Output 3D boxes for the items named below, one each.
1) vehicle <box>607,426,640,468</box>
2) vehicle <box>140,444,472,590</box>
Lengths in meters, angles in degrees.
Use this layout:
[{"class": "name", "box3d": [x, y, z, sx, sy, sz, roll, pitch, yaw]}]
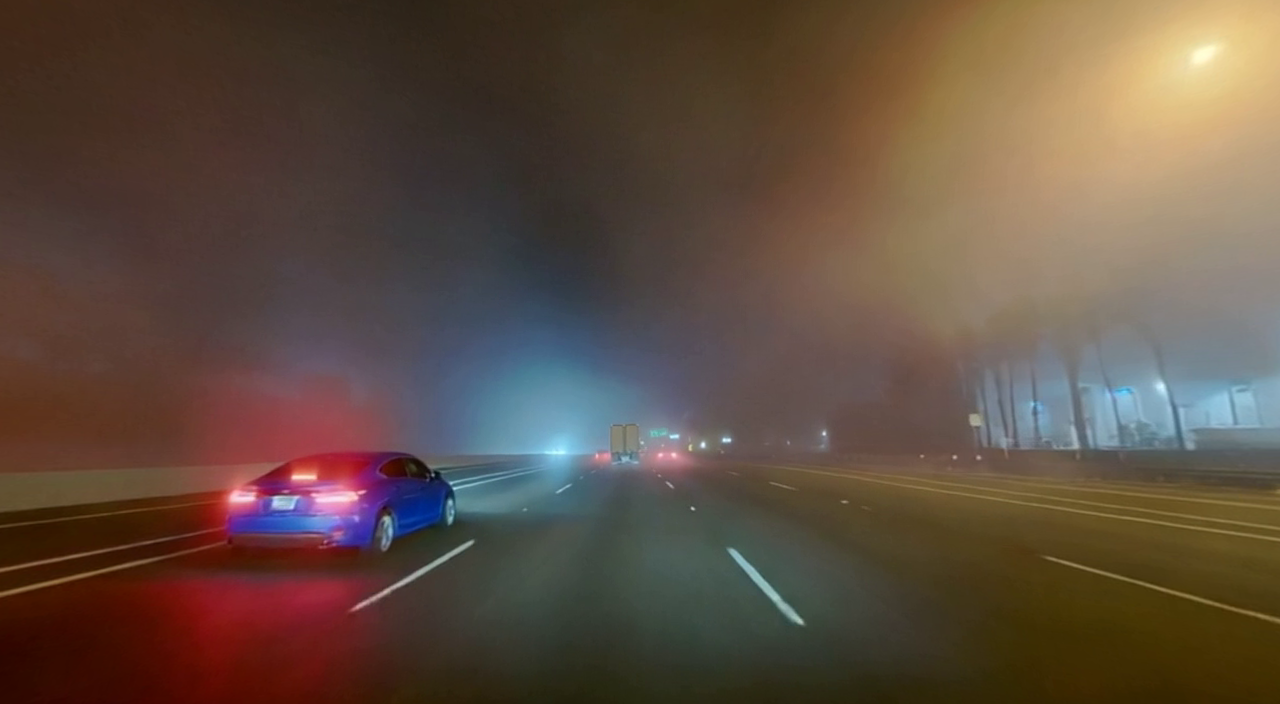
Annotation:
[{"class": "vehicle", "box3d": [-1.252, 7.275, 48.439, 2.364, 2.953, 6.495, 0, -9, -2]}, {"class": "vehicle", "box3d": [-3.931, 1.981, 8.531, 2.097, 1.447, 4.291, 0, -9, 1]}]
